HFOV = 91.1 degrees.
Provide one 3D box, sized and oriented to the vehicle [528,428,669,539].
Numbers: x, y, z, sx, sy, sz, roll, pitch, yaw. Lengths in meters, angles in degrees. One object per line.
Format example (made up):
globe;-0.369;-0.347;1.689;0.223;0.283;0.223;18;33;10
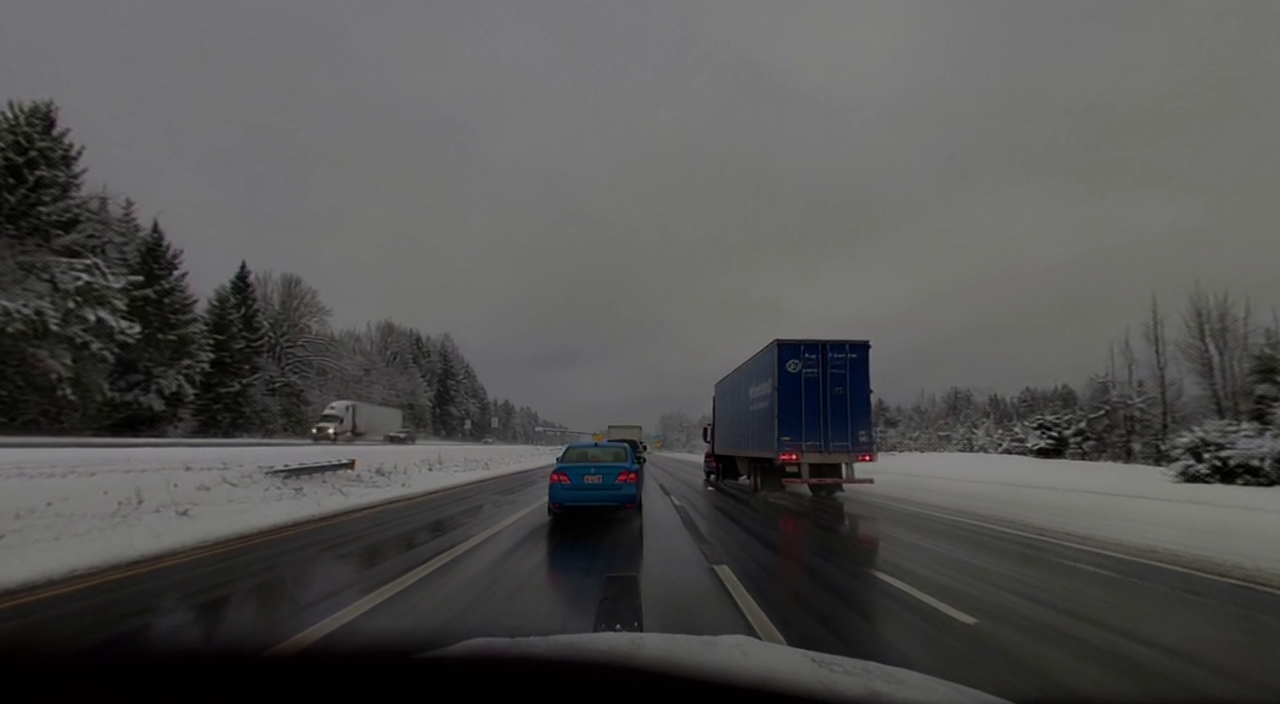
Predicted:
vehicle;-0.604;2.198;11.057;2.038;1.582;3.729;0;-9;0

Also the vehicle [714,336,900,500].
vehicle;4.901;2.667;22.521;2.825;4.043;14.051;0;-9;0
